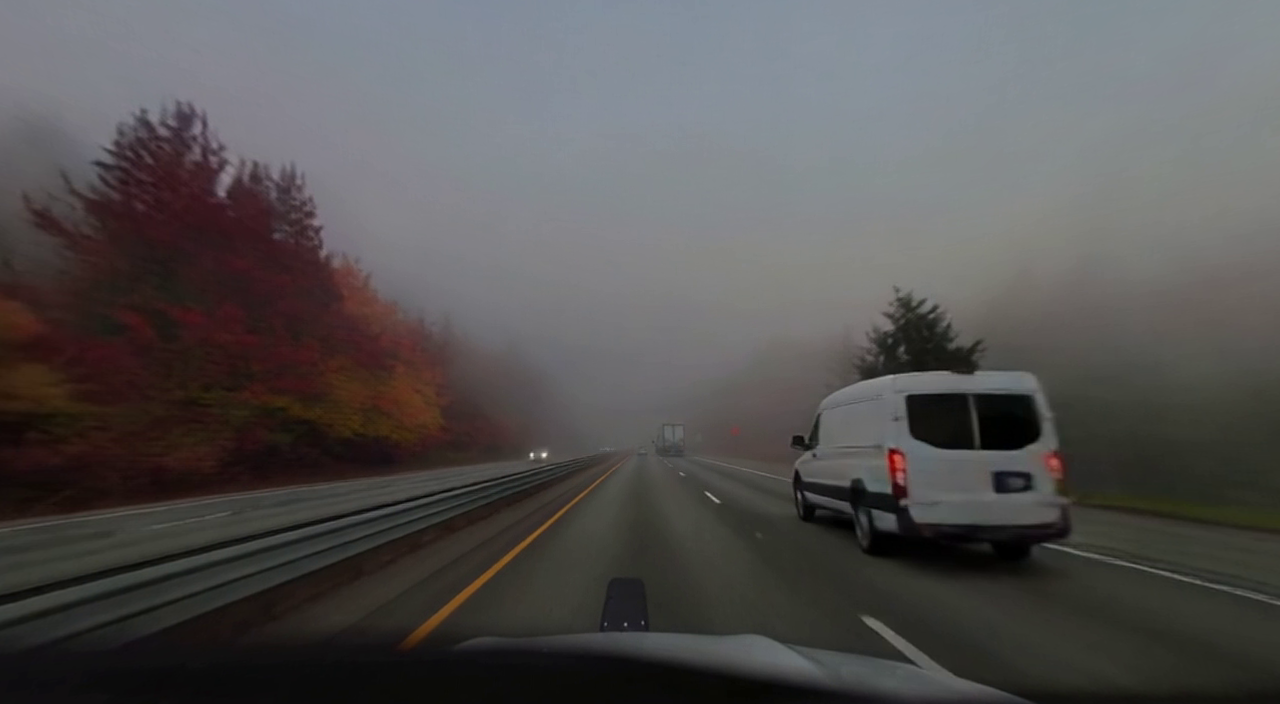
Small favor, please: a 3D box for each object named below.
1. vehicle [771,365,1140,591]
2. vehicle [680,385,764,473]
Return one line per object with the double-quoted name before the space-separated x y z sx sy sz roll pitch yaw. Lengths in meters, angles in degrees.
"vehicle" 3.495 1.540 8.507 2.291 2.112 5.052 0 -8 0
"vehicle" 4.437 4.827 38.006 3.208 4.202 15.777 0 -8 1
